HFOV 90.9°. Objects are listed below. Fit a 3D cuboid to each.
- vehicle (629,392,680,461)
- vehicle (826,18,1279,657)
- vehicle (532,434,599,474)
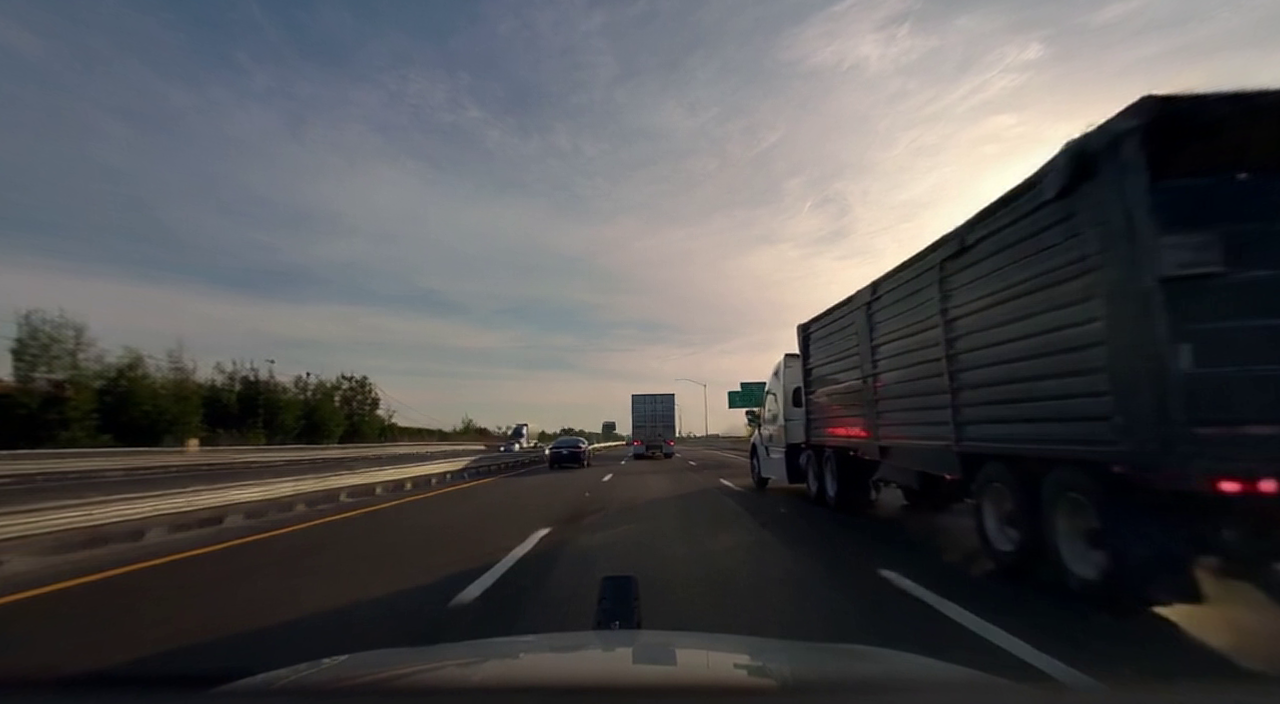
[{"bbox_3d":[1.025,5.307,44.134,2.966,4.072,13.408,-1,-8,1],"label":"vehicle"},{"bbox_3d":[5.046,0.330,7.989,2.873,3.998,8.286,0,-8,1],"label":"vehicle"},{"bbox_3d":[-3.129,4.409,27.631,2.208,1.542,5.138,0,-8,1],"label":"vehicle"}]
